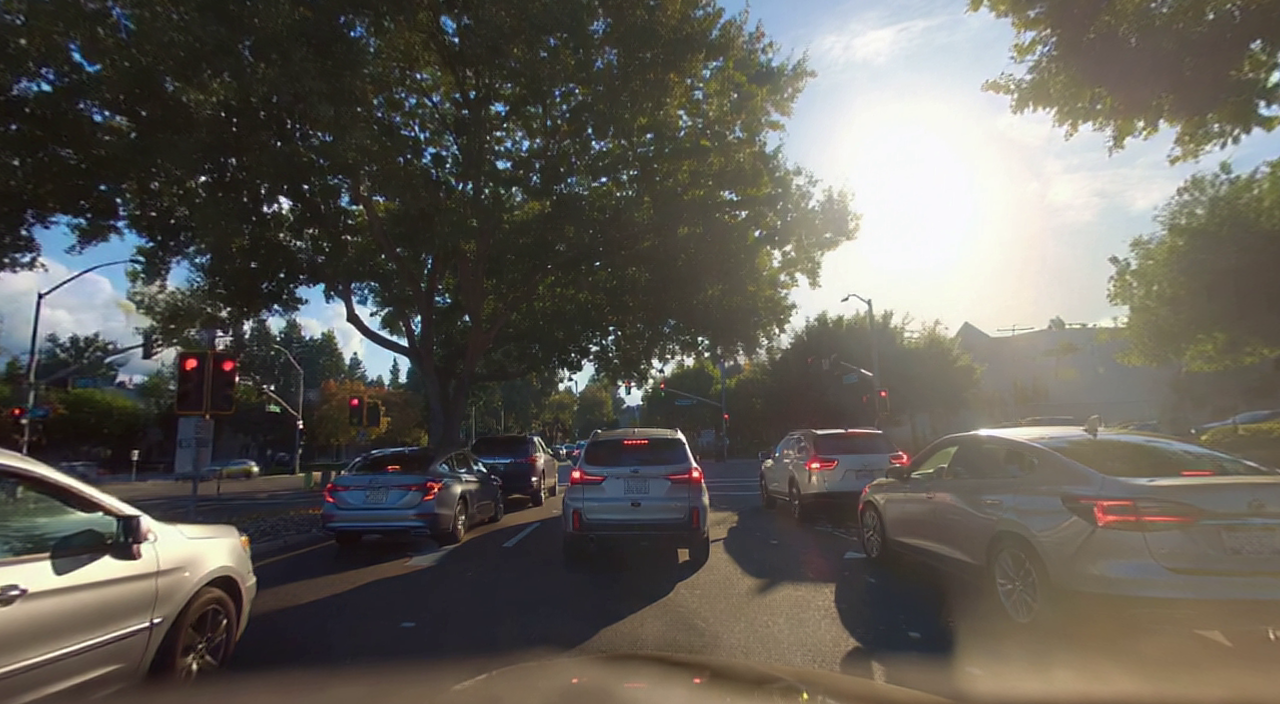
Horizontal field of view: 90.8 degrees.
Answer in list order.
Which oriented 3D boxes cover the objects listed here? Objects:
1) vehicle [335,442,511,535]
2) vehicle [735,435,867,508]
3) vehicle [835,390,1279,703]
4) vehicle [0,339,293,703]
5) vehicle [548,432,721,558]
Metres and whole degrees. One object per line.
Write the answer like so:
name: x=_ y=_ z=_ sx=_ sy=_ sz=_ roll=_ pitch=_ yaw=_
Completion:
vehicle: x=-3.921 y=2.503 z=12.332 sx=1.919 sy=1.459 sz=4.371 roll=0 pitch=-8 yaw=-1
vehicle: x=3.645 y=2.777 z=15.239 sx=1.922 sy=1.472 sz=4.440 roll=0 pitch=-8 yaw=-1
vehicle: x=3.382 y=1.302 z=5.414 sx=1.933 sy=1.564 sz=4.600 roll=0 pitch=-8 yaw=0
vehicle: x=-3.669 y=0.831 z=2.538 sx=2.047 sy=1.764 sz=4.369 roll=0 pitch=-8 yaw=0
vehicle: x=-0.079 y=2.006 z=9.597 sx=2.061 sy=1.470 sz=3.970 roll=0 pitch=-8 yaw=0
